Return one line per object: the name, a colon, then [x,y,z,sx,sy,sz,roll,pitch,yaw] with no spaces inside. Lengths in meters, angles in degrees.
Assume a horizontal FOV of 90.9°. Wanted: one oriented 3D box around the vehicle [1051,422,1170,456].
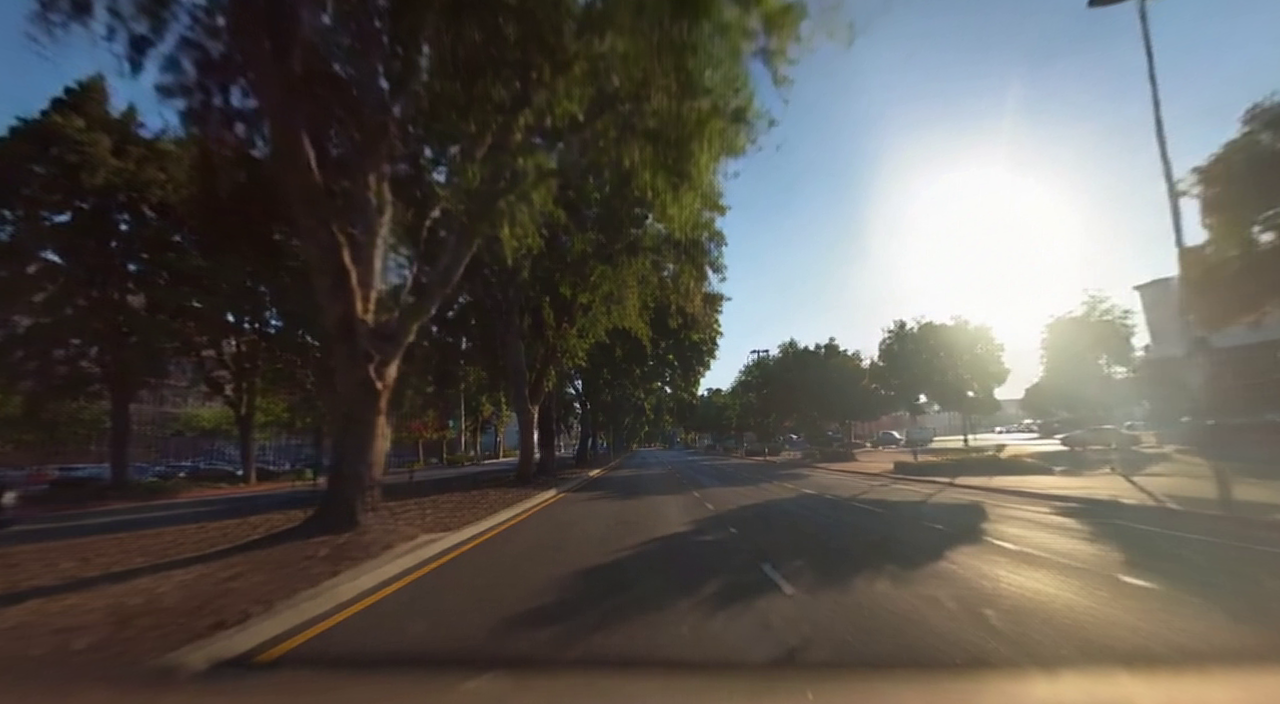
vehicle: [32.013,5.918,43.005,6.116,1.924,2.287,-3,-8,1]
